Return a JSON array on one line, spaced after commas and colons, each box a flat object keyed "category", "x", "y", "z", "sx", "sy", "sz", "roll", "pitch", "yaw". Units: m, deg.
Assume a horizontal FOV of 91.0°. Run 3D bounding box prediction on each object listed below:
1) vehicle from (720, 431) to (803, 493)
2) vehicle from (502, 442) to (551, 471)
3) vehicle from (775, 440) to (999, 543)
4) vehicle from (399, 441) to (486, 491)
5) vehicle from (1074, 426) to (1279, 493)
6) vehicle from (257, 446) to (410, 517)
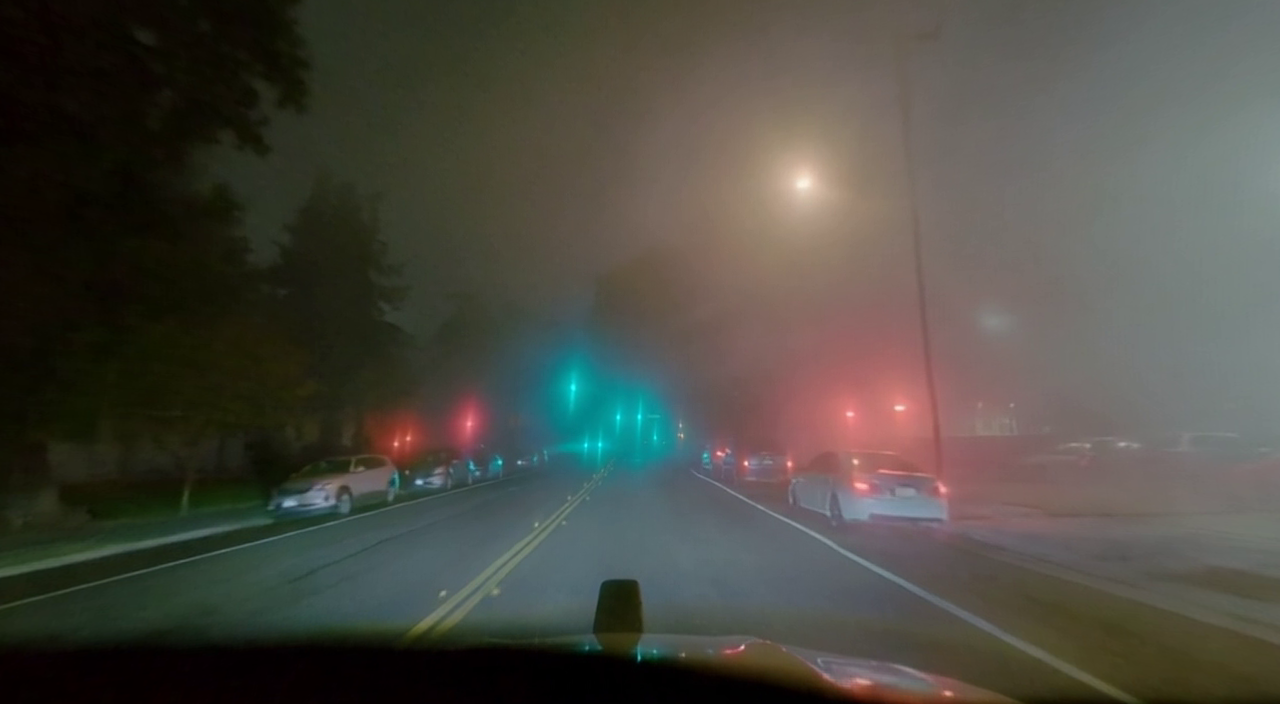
[{"category": "vehicle", "x": 3.902, "y": 3.594, "z": 20.917, "sx": 1.908, "sy": 1.788, "sz": 4.397, "roll": 0, "pitch": -8, "yaw": 0}, {"category": "vehicle", "x": -7.320, "y": 6.804, "z": 41.125, "sx": 2.150, "sy": 1.766, "sz": 5.483, "roll": -1, "pitch": -9, "yaw": 1}, {"category": "vehicle", "x": 3.923, "y": 2.276, "z": 10.987, "sx": 2.036, "sy": 1.405, "sz": 4.312, "roll": 0, "pitch": -9, "yaw": -2}, {"category": "vehicle", "x": -7.533, "y": 4.375, "z": 24.478, "sx": 1.994, "sy": 1.718, "sz": 4.518, "roll": 0, "pitch": -9, "yaw": -1}, {"category": "vehicle", "x": 12.919, "y": 2.546, "z": 14.987, "sx": 3.735, "sy": 1.454, "sz": 1.772, "roll": -1, "pitch": -9, "yaw": 6}, {"category": "vehicle", "x": -7.493, "y": 3.164, "z": 15.860, "sx": 1.976, "sy": 1.554, "sz": 3.654, "roll": 0, "pitch": -9, "yaw": 0}]
